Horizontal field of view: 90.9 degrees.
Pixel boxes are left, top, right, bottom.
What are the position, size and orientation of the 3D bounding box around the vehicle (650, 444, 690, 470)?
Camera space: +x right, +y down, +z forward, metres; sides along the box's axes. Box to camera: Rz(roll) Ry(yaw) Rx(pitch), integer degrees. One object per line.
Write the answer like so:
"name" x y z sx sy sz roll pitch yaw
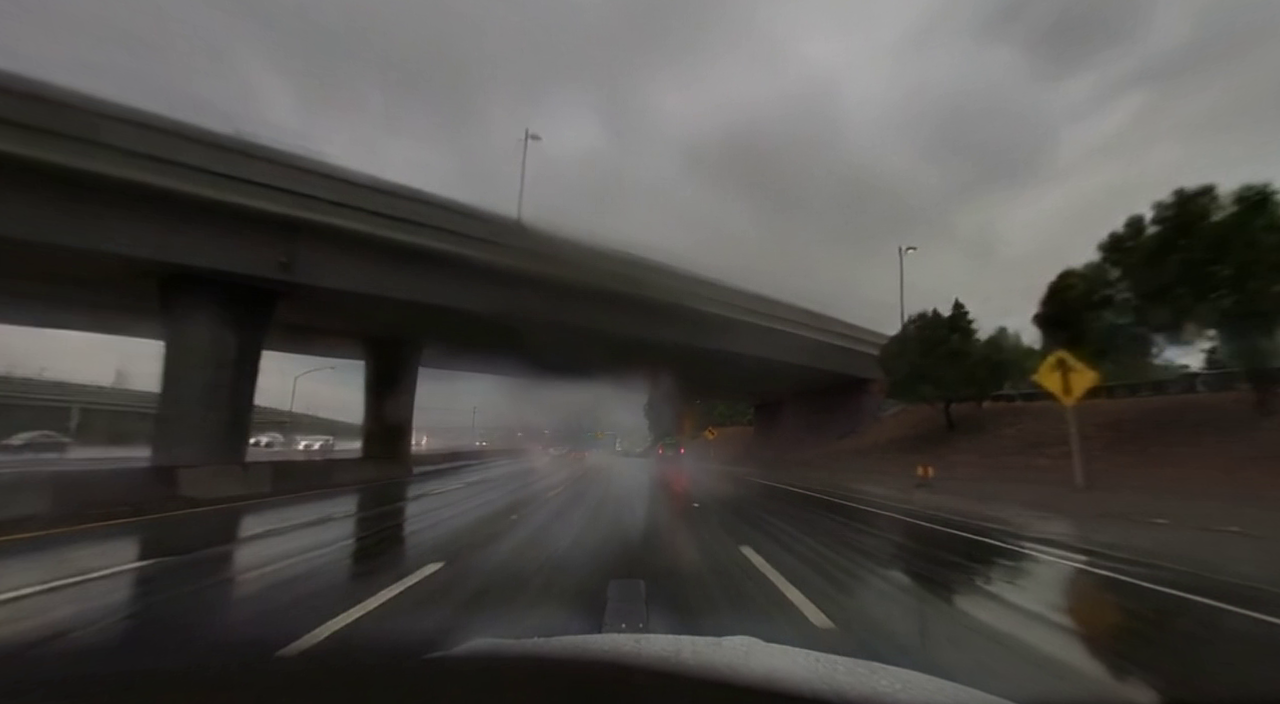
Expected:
"vehicle" 1.839 6.641 40.223 2.059 1.509 4.670 0 -8 -3
